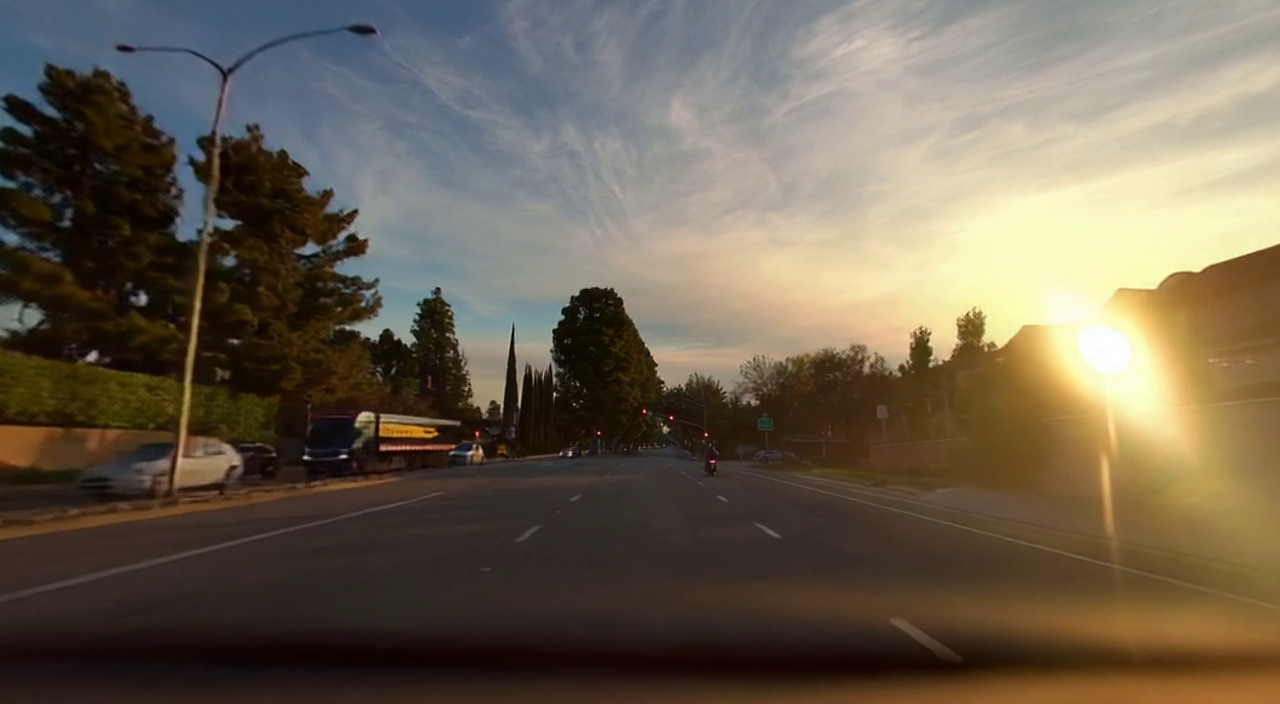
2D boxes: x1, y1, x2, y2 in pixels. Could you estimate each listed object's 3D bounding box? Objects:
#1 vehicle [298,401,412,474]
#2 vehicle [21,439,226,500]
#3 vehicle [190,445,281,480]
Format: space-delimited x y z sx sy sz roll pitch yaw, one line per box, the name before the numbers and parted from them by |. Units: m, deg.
vehicle | -17.098 5.259 38.588 3.027 3.971 8.006 0 -8 1
vehicle | -13.902 3.143 17.418 1.888 1.456 4.406 -1 -8 1
vehicle | -20.810 5.665 32.680 1.844 1.679 4.318 0 -8 0
